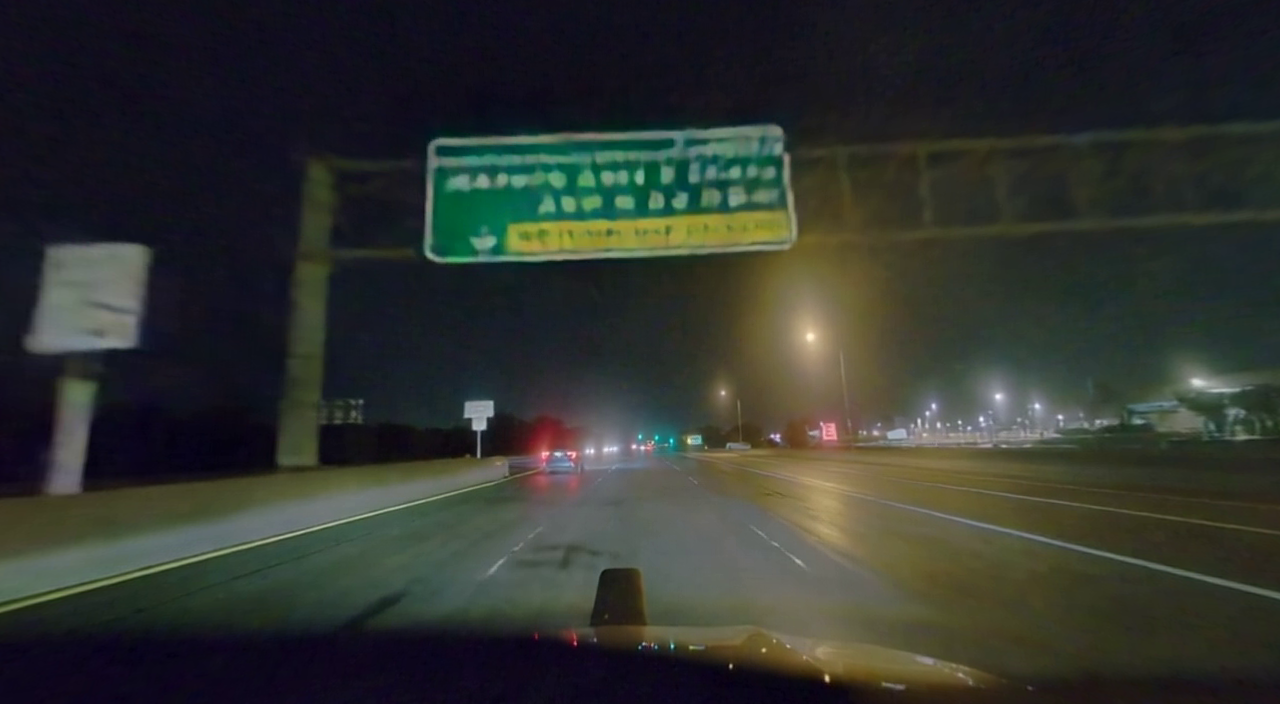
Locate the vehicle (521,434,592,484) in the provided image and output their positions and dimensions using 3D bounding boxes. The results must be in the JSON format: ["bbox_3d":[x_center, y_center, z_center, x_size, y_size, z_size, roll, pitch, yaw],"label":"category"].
[{"bbox_3d":[-3.062,4.027,24.109,2.072,1.706,4.359,0,-8,1],"label":"vehicle"}]
